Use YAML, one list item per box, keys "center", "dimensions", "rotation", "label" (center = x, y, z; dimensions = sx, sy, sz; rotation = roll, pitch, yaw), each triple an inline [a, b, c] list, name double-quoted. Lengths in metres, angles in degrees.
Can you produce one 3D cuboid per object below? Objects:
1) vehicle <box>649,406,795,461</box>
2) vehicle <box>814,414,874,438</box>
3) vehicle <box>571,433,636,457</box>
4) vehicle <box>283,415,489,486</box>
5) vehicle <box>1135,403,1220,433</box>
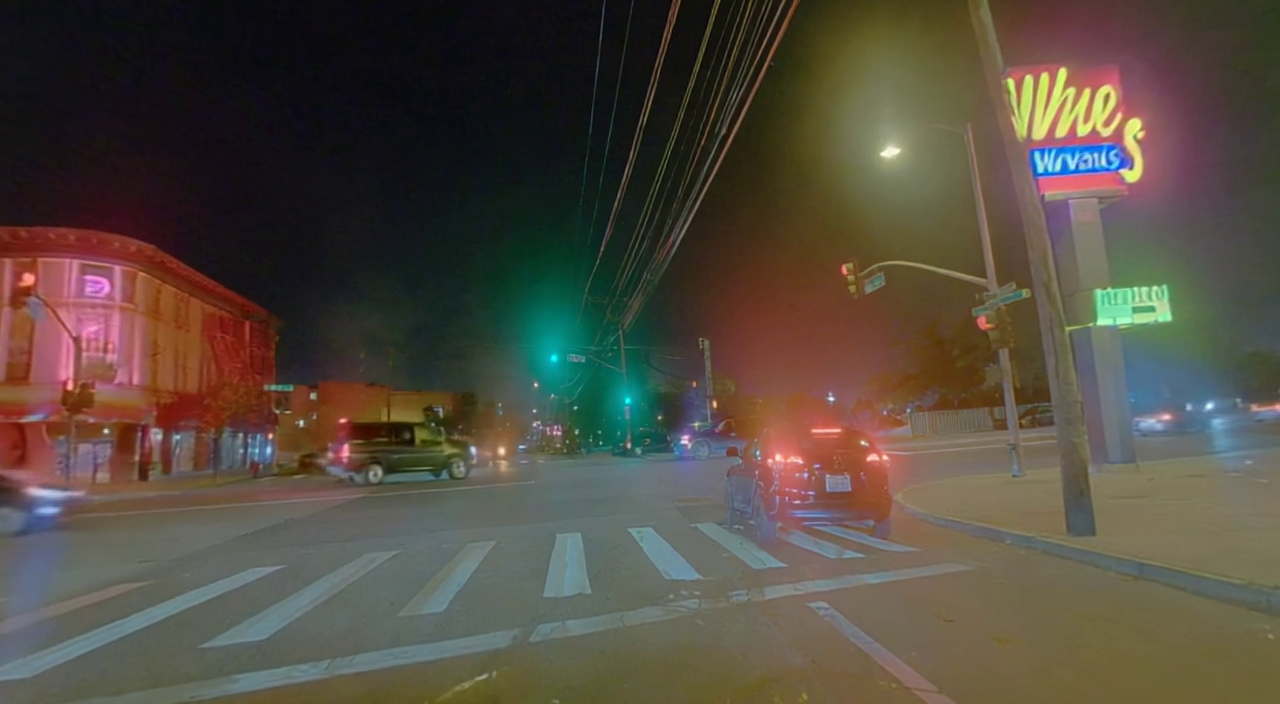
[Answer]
- center: [3.354, 3.336, 25.573]
  dimensions: [5.588, 1.985, 2.374]
  rotation: [5, -10, -32]
  label: "vehicle"
- center: [16.000, 5.833, 49.425]
  dimensions: [4.589, 1.730, 1.801]
  rotation: [4, -10, -31]
  label: "vehicle"
- center: [-2.692, 6.807, 46.382]
  dimensions: [4.591, 1.686, 1.816]
  rotation: [1, -9, -11]
  label: "vehicle"
- center: [-7.858, 3.101, 20.070]
  dimensions: [5.603, 1.938, 2.081]
  rotation: [8, -11, -43]
  label: "vehicle"
- center: [29.002, 3.591, 34.051]
  dimensions: [4.499, 1.524, 1.784]
  rotation: [4, -9, -28]
  label: "vehicle"
